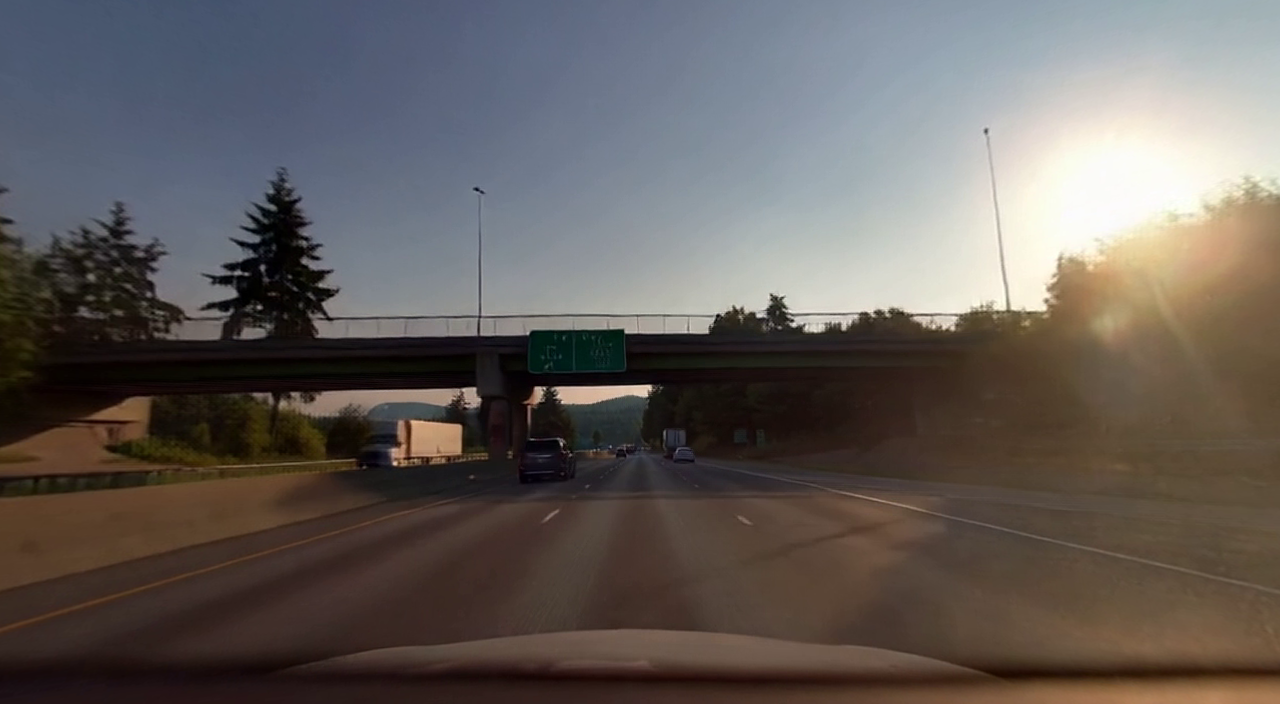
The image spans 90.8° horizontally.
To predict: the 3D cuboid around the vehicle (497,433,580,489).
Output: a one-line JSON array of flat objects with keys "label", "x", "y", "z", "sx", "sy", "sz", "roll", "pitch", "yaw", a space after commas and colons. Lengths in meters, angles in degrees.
[{"label": "vehicle", "x": -3.545, "y": 3.915, "z": 22.911, "sx": 2.238, "sy": 1.792, "sz": 4.518, "roll": 0, "pitch": -9, "yaw": 0}]
